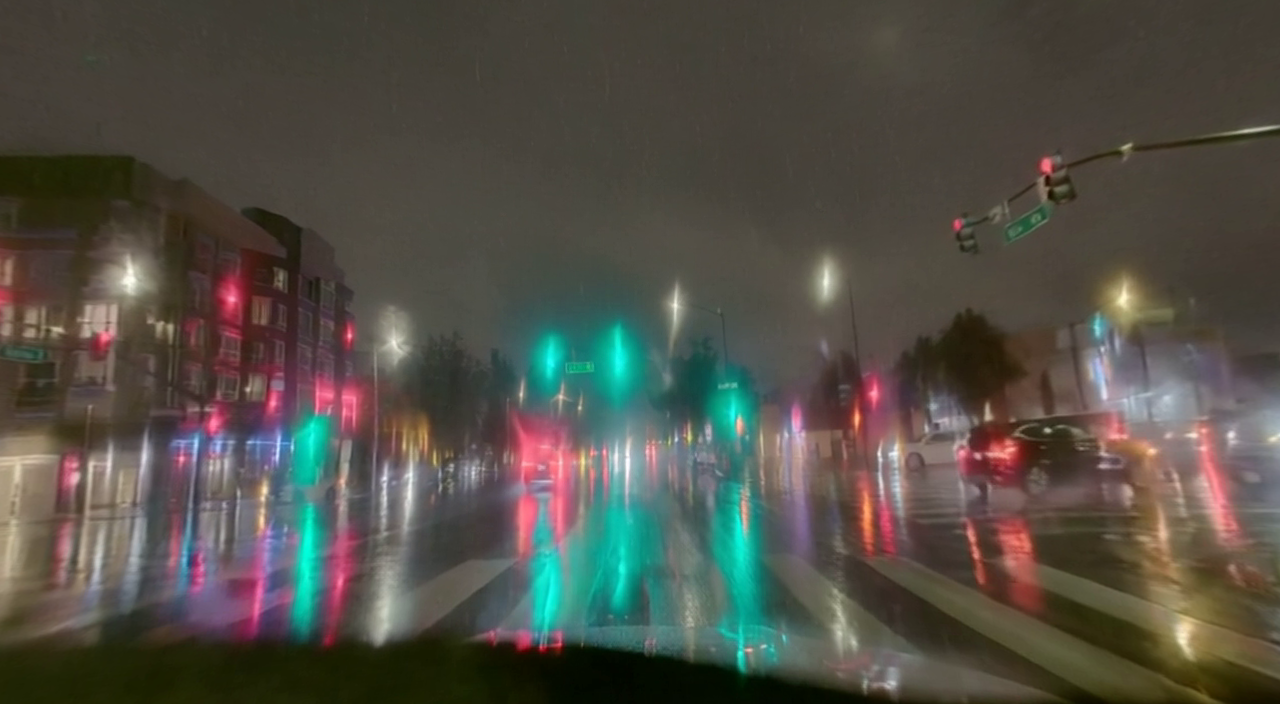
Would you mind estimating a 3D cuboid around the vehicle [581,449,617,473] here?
[{"bbox_3d":[-2.689,7.305,42.417,1.916,1.487,4.535,-1,-8,2],"label":"vehicle"}]

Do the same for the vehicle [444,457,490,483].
[{"bbox_3d":[-11.897,8.094,43.510,1.933,1.628,3.973,-1,-8,2],"label":"vehicle"}]

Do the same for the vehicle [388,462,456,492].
[{"bbox_3d":[-12.254,7.015,35.759,1.934,1.434,4.636,-1,-8,4],"label":"vehicle"}]

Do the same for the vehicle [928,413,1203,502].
[{"bbox_3d":[8.310,2.032,12.401,4.540,1.480,2.153,3,-9,-21],"label":"vehicle"}]

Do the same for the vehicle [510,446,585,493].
[{"bbox_3d":[-3.164,4.107,22.399,1.973,1.496,3.713,-1,-8,2],"label":"vehicle"}]

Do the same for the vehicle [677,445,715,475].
[{"bbox_3d":[3.460,6.721,39.544,1.924,1.765,3.954,0,-8,-2],"label":"vehicle"}]

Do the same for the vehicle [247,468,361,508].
[{"bbox_3d":[-15.254,6.169,28.931,1.999,1.466,4.535,-2,-9,14],"label":"vehicle"}]
